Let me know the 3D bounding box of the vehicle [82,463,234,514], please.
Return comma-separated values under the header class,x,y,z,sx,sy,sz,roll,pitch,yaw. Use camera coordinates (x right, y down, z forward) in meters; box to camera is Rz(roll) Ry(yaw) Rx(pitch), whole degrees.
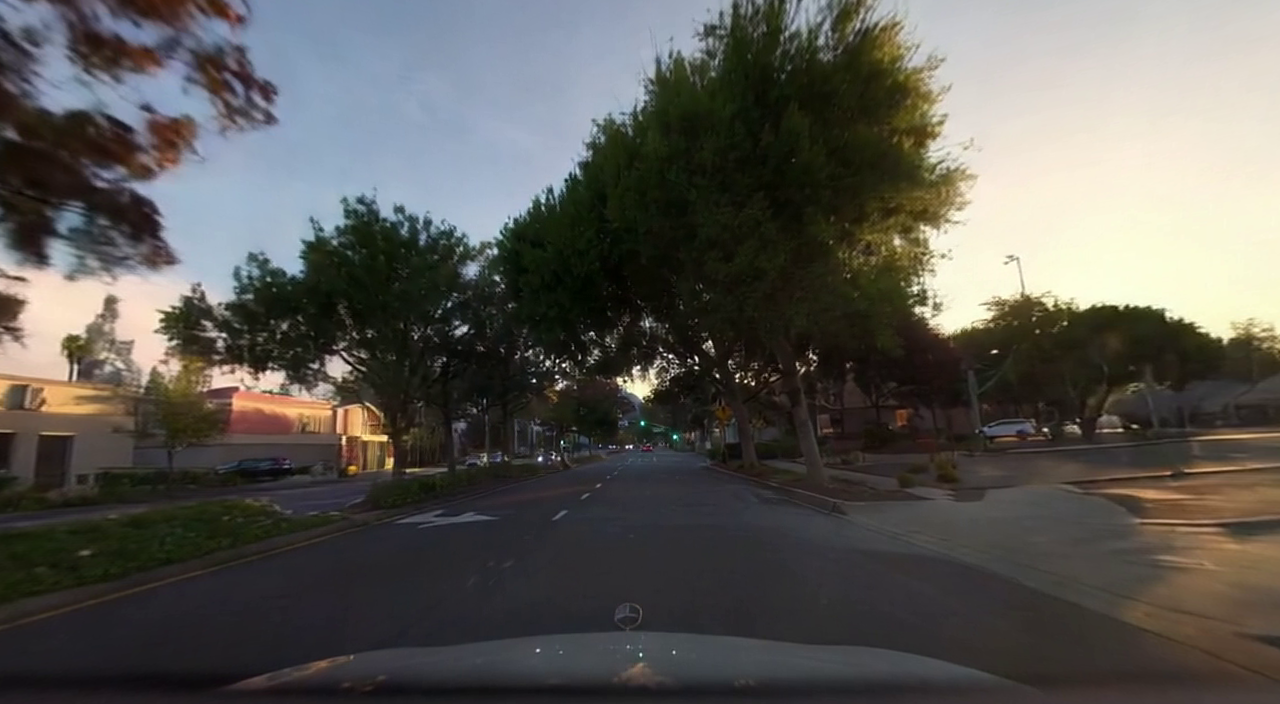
class,x,y,z,sx,sy,sz,roll,pitch,yaw
vehicle,-17.412,4.900,23.040,1.861,1.541,4.530,0,-9,2
